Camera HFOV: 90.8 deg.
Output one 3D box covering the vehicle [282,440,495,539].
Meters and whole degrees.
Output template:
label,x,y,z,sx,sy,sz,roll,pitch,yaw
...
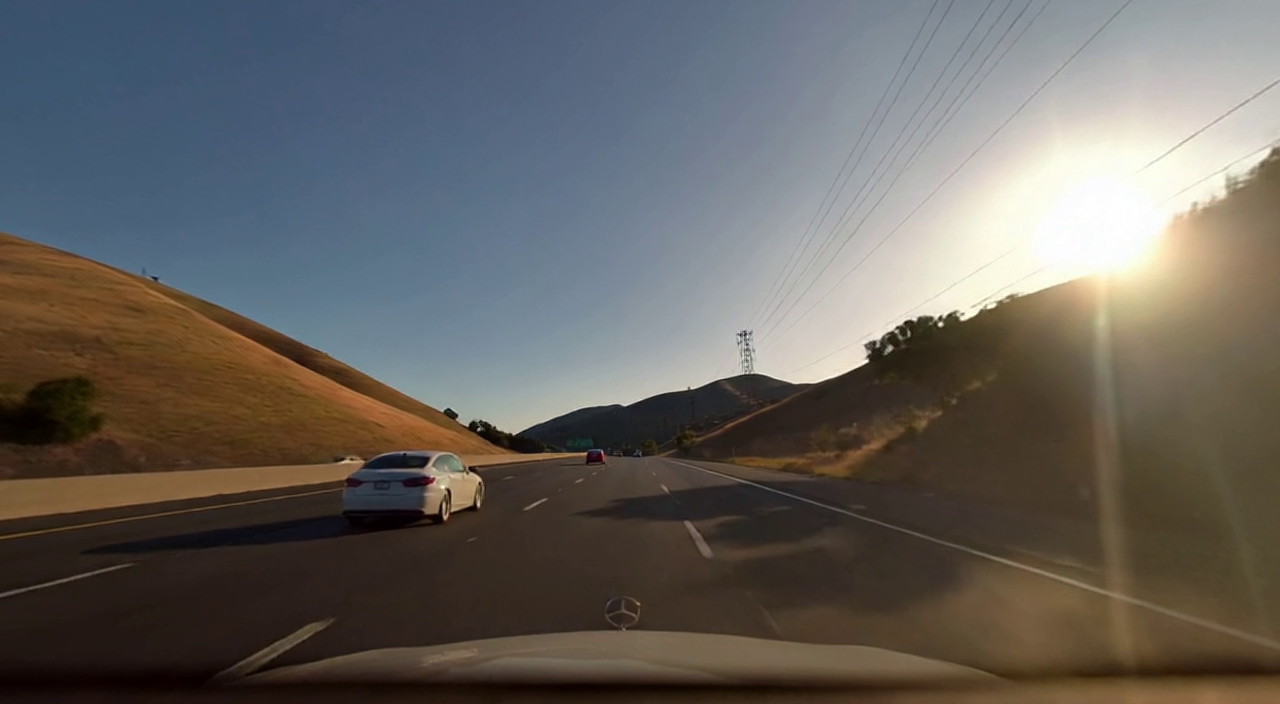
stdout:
label,x,y,z,sx,sy,sz,roll,pitch,yaw
vehicle,-4.423,2.486,12.202,2.064,1.489,4.966,0,-9,0
